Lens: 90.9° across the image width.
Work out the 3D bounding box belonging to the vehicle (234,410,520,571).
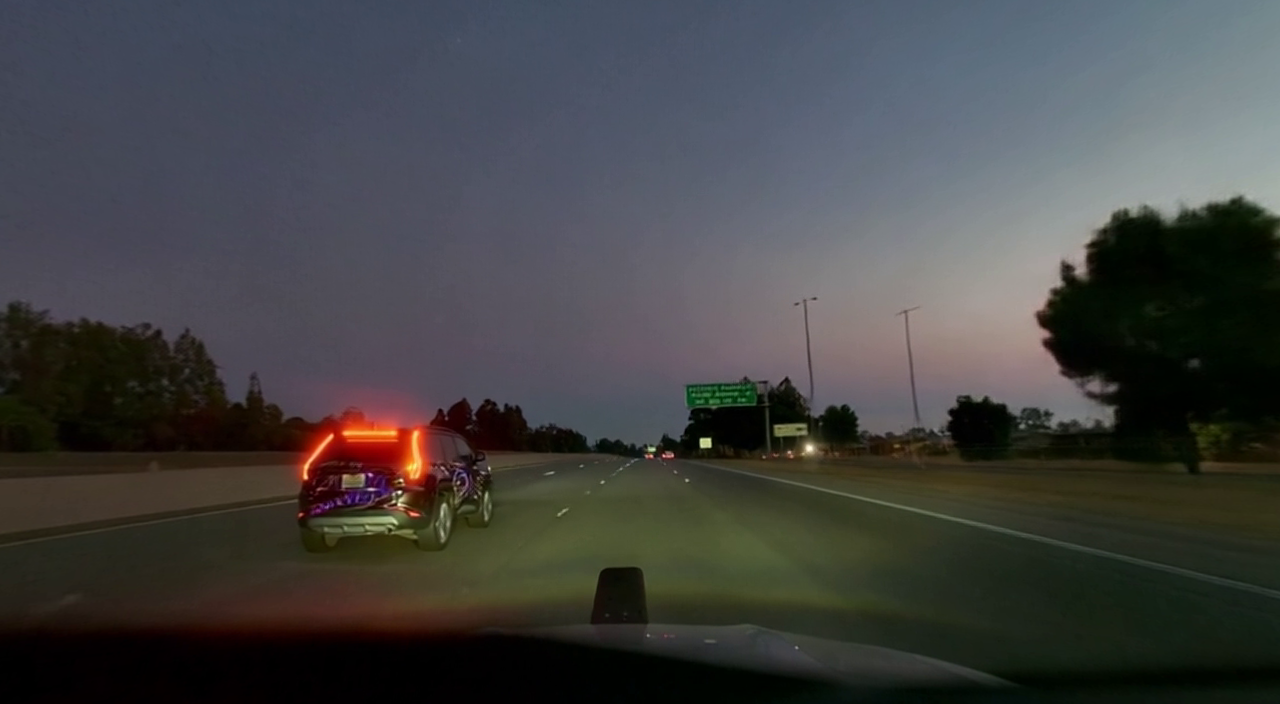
[{"bbox_3d":[-3.433,1.918,9.554,2.183,1.803,4.685,0,-8,2],"label":"vehicle"}]
